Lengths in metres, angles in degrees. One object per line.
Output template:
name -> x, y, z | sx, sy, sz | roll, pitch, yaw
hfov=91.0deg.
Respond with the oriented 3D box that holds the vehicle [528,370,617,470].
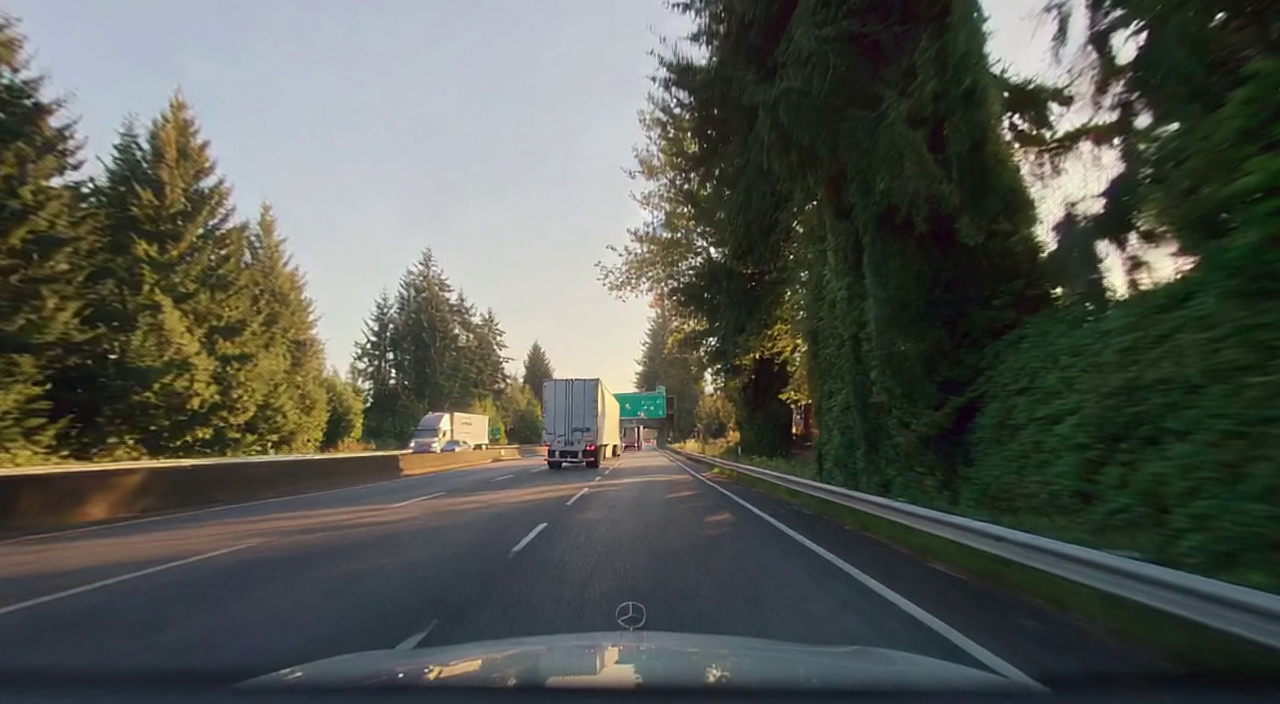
vehicle -> -3.024, 3.781, 32.779 | 2.947, 4.051, 14.256 | 1, -8, 0
